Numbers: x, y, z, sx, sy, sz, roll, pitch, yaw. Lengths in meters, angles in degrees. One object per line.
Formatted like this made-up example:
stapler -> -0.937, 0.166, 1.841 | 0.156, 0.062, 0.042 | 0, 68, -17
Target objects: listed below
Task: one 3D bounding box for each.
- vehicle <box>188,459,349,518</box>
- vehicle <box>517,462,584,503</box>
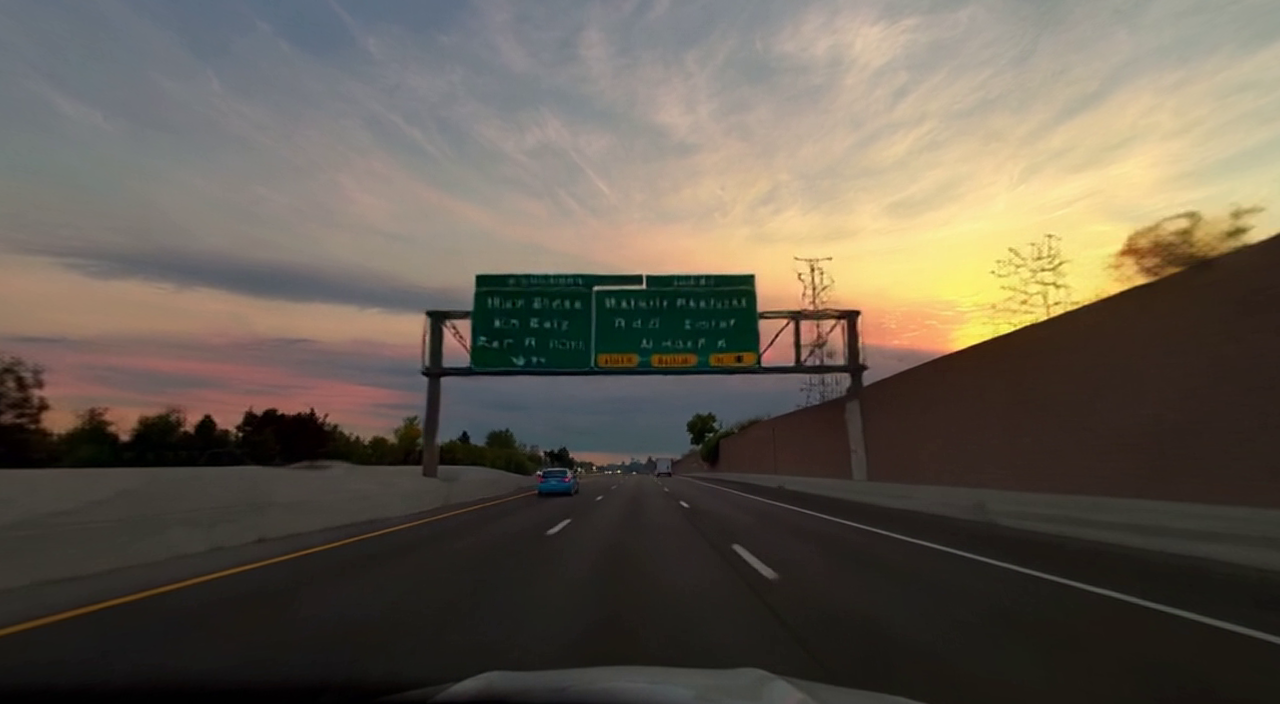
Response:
vehicle -> -10.631, 3.934, 18.537 | 2.012, 1.473, 4.459 | 0, -10, 0
vehicle -> -3.560, 5.296, 25.859 | 2.045, 1.487, 4.582 | 0, -10, 1
